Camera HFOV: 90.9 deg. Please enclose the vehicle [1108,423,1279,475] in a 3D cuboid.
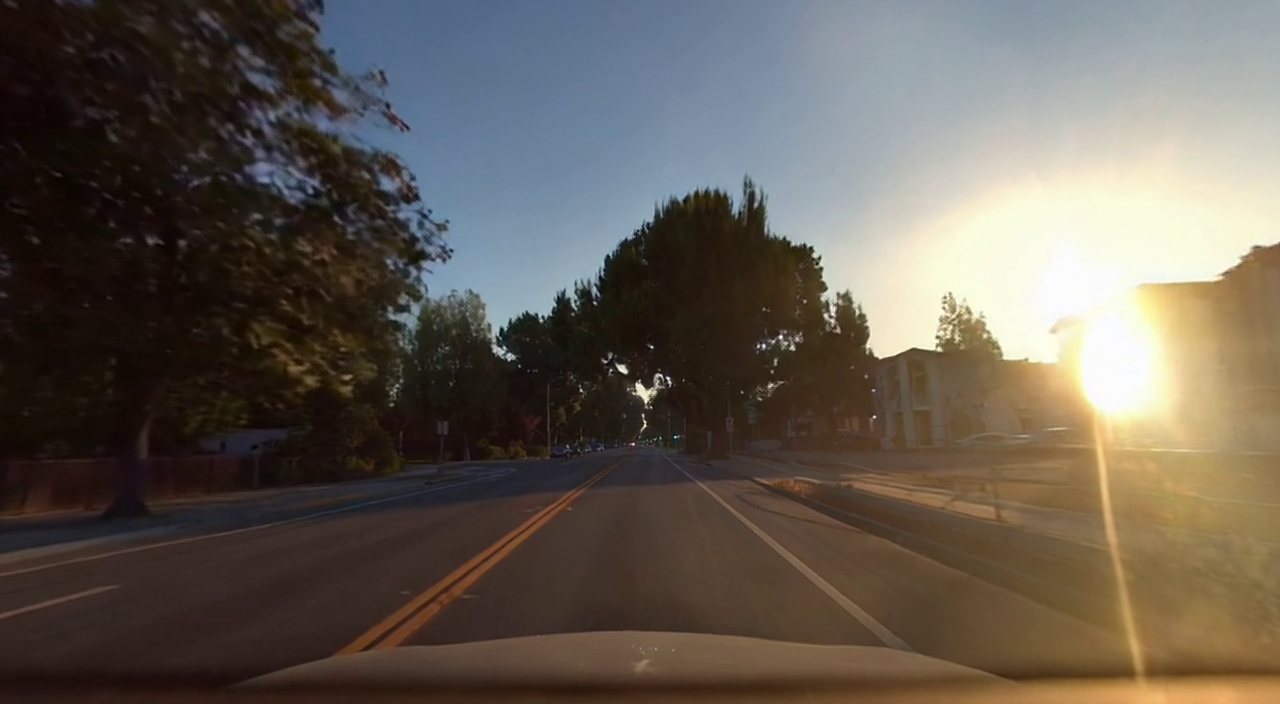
[{"bbox_3d":[20.108,3.547,23.085,4.151,1.730,2.131,0,-9,2],"label":"vehicle"}]
